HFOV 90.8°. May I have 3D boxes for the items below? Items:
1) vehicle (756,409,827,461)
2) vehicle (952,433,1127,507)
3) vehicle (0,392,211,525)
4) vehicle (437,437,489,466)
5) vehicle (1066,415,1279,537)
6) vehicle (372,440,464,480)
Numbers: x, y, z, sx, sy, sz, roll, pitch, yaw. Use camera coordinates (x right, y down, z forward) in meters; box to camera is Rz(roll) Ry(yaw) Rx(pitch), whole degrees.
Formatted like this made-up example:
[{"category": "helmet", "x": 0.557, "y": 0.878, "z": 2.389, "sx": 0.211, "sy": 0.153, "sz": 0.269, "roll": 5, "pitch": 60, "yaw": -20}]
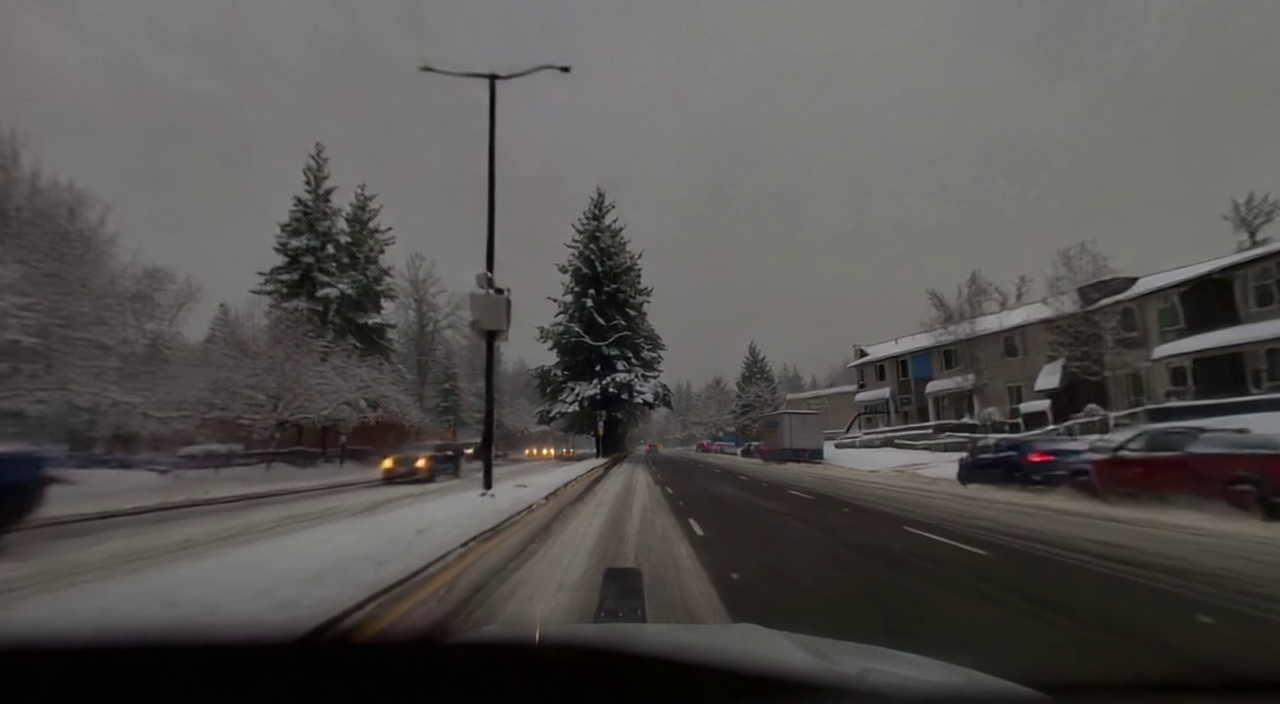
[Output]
[{"category": "vehicle", "x": 9.547, "y": 5.418, "z": 40.773, "sx": 2.670, "sy": 3.016, "sz": 7.732, "roll": 0, "pitch": -8, "yaw": 1}, {"category": "vehicle", "x": 10.364, "y": 3.051, "z": 16.867, "sx": 1.790, "sy": 1.689, "sz": 4.291, "roll": 0, "pitch": -8, "yaw": -1}, {"category": "vehicle", "x": -12.204, "y": 2.188, "z": 13.327, "sx": 2.243, "sy": 2.272, "sz": 5.683, "roll": 0, "pitch": -8, "yaw": 1}, {"category": "vehicle", "x": -12.189, "y": 6.871, "z": 43.925, "sx": 2.180, "sy": 1.904, "sz": 4.631, "roll": 0, "pitch": -8, "yaw": 1}, {"category": "vehicle", "x": 10.287, "y": 2.071, "z": 11.079, "sx": 2.043, "sy": 1.761, "sz": 5.022, "roll": 0, "pitch": -8, "yaw": -1}, {"category": "vehicle", "x": -8.983, "y": 4.402, "z": 26.050, "sx": 2.001, "sy": 1.477, "sz": 4.754, "roll": 0, "pitch": -8, "yaw": 1}]
